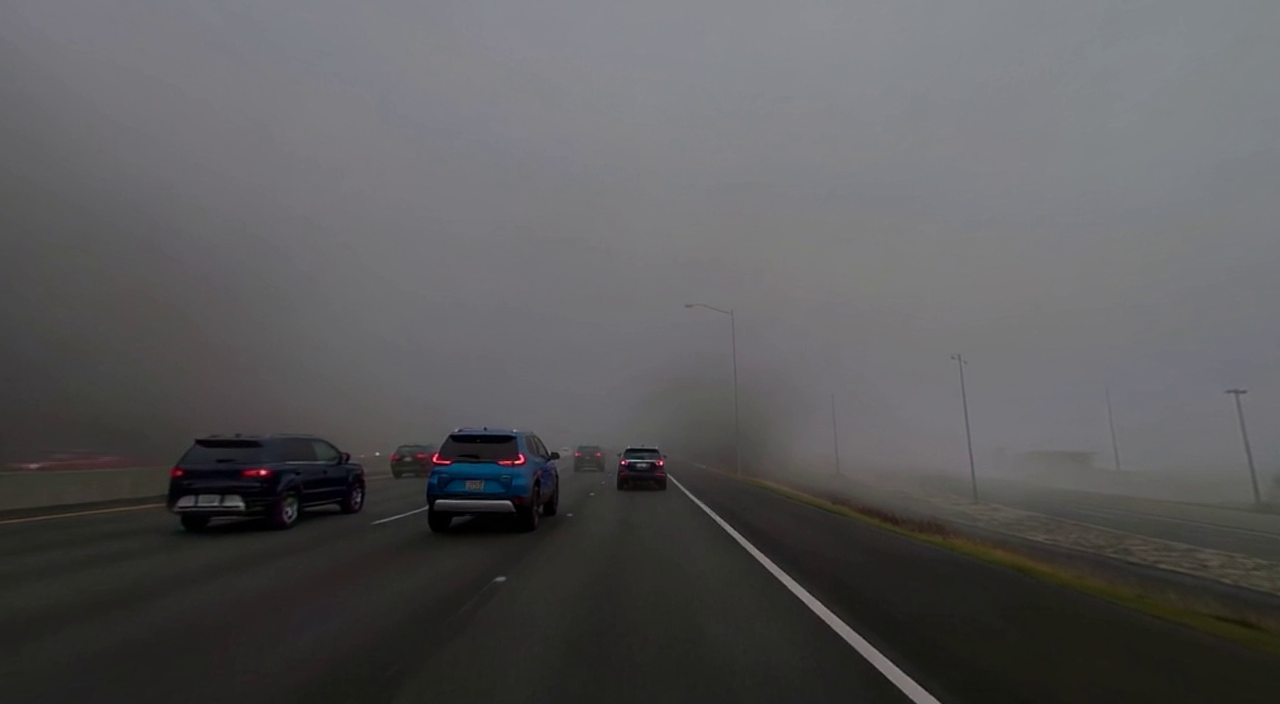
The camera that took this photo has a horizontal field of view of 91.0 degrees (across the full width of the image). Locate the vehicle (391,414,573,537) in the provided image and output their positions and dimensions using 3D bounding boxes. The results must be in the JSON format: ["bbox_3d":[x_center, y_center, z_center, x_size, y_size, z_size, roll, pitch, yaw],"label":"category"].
[{"bbox_3d":[-2.556,2.144,11.421,2.123,1.798,4.108,0,-9,1],"label":"vehicle"}]

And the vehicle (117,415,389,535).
[{"bbox_3d":[-6.909,2.249,12.067,2.162,1.823,4.566,0,-9,2],"label":"vehicle"}]

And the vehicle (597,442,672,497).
[{"bbox_3d":[-0.170,3.569,19.483,2.068,1.488,4.045,0,-9,0],"label":"vehicle"}]
